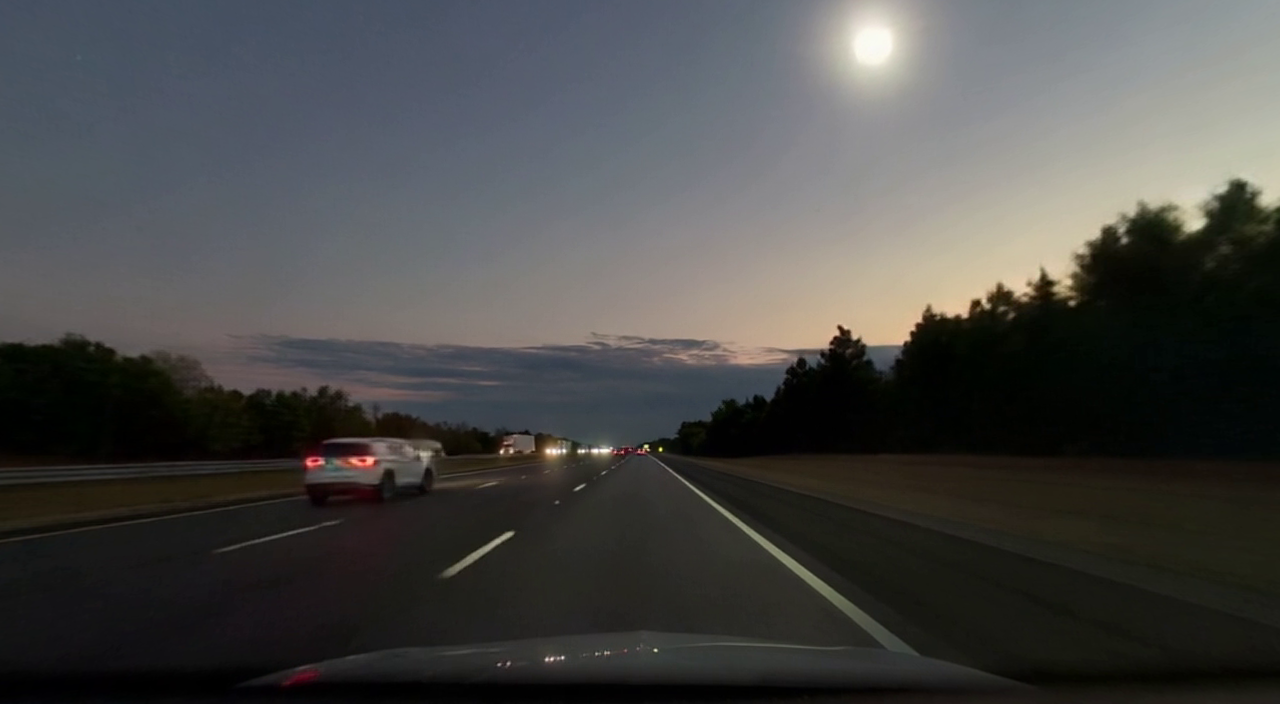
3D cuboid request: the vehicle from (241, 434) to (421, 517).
[{"bbox_3d":[-7.046,2.847,15.028,2.115,1.664,4.259,0,-9,0],"label":"vehicle"}]
